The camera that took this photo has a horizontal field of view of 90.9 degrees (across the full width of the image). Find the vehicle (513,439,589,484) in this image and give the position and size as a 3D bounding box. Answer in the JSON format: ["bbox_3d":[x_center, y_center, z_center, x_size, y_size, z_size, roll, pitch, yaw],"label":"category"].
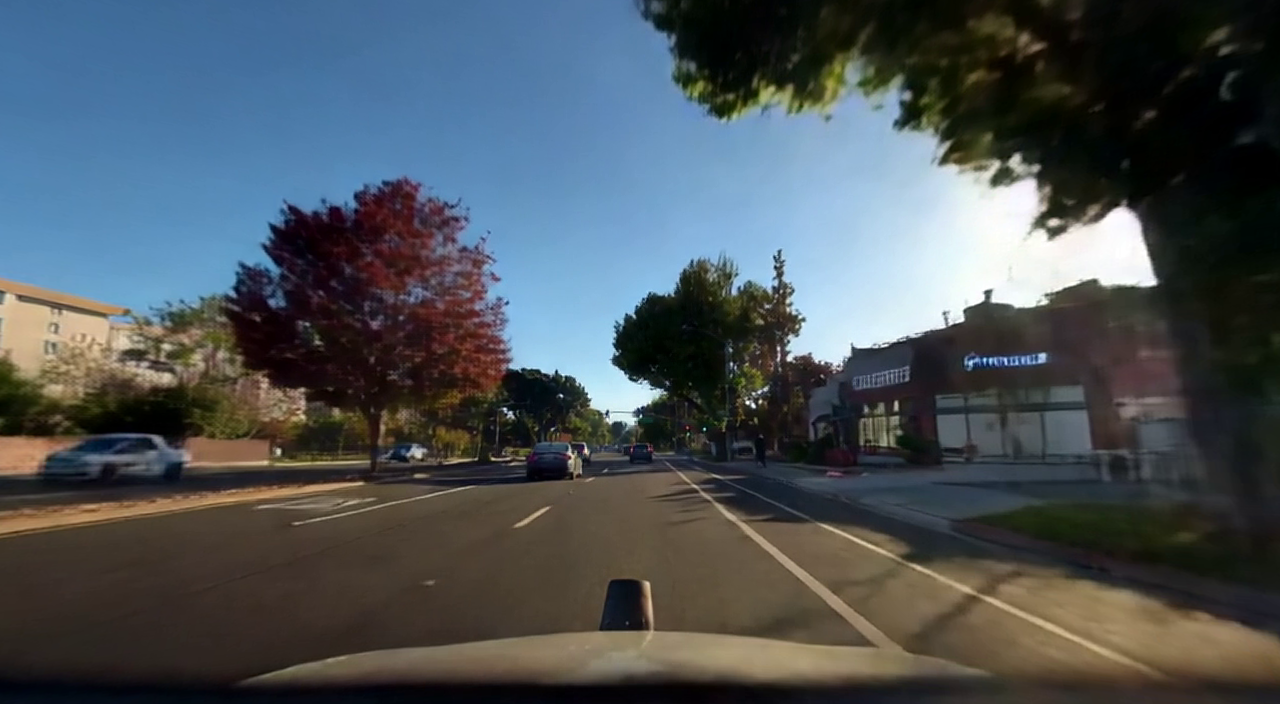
[{"bbox_3d":[-3.074,3.885,22.726,2.015,1.470,4.458,0,-8,1],"label":"vehicle"}]

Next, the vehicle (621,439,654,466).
[{"bbox_3d":[-0.148,6.851,43.248,2.153,1.764,4.047,0,-8,0],"label":"vehicle"}]

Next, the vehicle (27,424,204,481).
[{"bbox_3d":[-17.267,3.346,21.148,2.032,1.689,4.624,0,-8,-1],"label":"vehicle"}]
